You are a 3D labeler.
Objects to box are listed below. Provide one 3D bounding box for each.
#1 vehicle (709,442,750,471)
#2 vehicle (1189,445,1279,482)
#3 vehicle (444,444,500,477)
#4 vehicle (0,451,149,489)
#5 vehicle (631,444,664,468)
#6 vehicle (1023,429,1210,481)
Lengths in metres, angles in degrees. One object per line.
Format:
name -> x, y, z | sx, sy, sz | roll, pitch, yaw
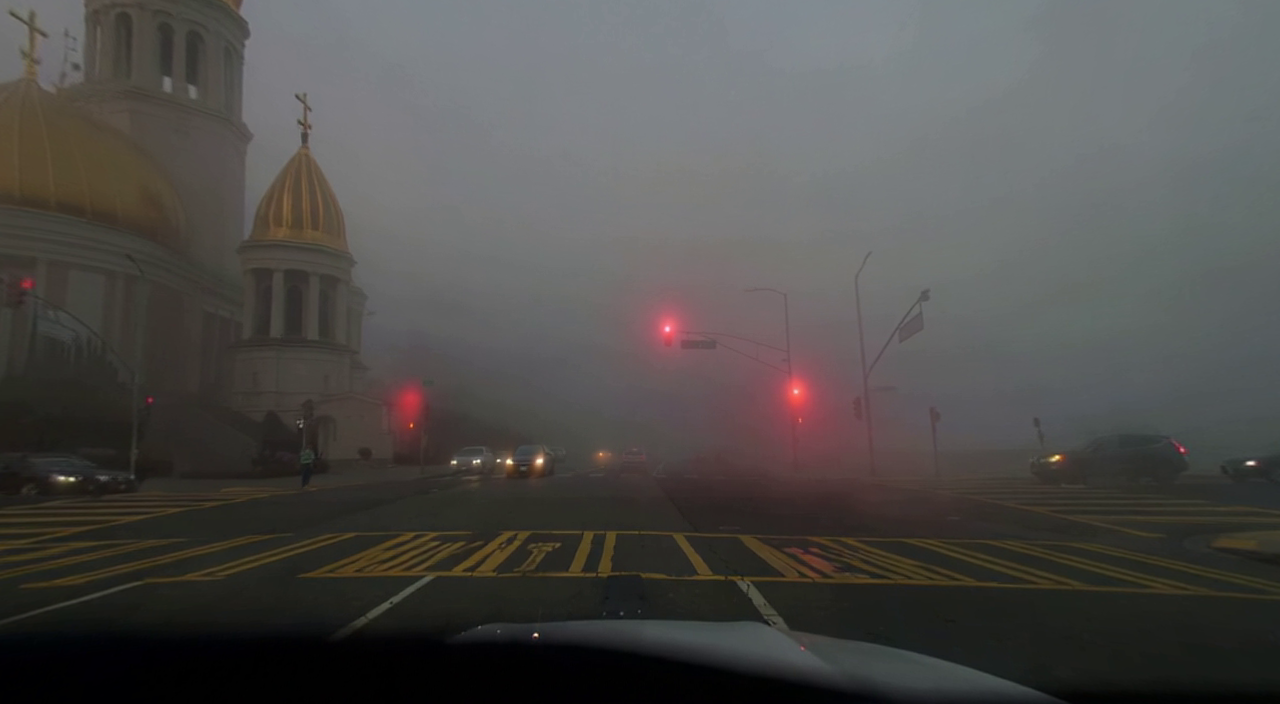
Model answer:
vehicle -> 5.799, 6.860, 41.511 | 1.969, 1.776, 4.329 | 0, -8, -2
vehicle -> 26.359, 4.679, 26.688 | 4.561, 1.475, 1.850 | 0, -8, 0
vehicle -> -10.260, 6.609, 38.940 | 2.076, 1.876, 4.669 | 0, -8, 1
vehicle -> -23.378, 4.862, 26.203 | 4.479, 1.476, 1.873 | 0, -8, 1
vehicle -> 0.641, 7.970, 48.742 | 2.051, 1.724, 4.567 | -1, -9, 6
vehicle -> 19.848, 4.304, 26.580 | 5.852, 2.057, 2.361 | 0, -8, 0
